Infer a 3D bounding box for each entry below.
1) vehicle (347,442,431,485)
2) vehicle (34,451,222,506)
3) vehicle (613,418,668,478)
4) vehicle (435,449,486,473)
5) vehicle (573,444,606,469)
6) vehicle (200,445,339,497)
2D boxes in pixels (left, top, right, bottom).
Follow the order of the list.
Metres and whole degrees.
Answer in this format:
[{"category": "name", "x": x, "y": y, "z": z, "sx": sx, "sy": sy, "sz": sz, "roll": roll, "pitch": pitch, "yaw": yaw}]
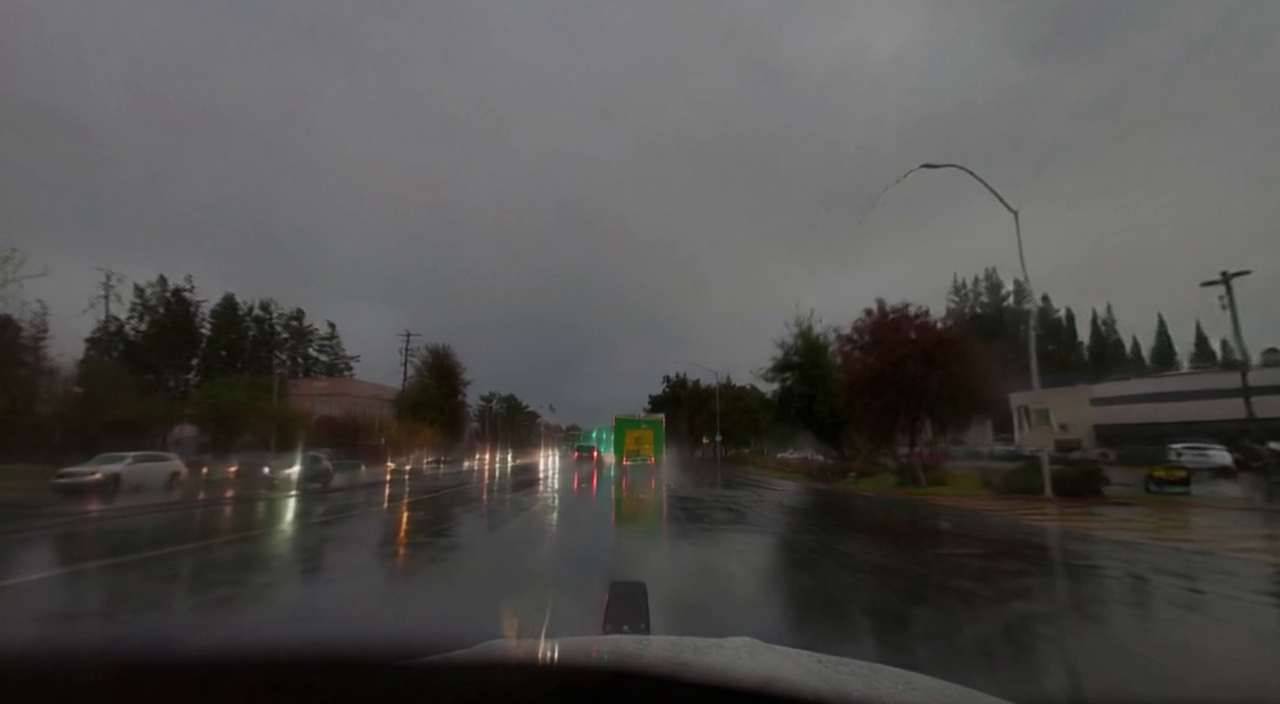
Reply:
[{"category": "vehicle", "x": -12.454, "y": 5.512, "z": 31.612, "sx": 2.068, "sy": 1.747, "sz": 5.040, "roll": -4, "pitch": -7, "yaw": 1}, {"category": "vehicle", "x": -16.326, "y": 4.021, "z": 20.549, "sx": 2.022, "sy": 1.442, "sz": 4.853, "roll": -4, "pitch": -9, "yaw": 1}, {"category": "vehicle", "x": -0.128, "y": 5.791, "z": 38.176, "sx": 2.843, "sy": 3.120, "sz": 10.422, "roll": 0, "pitch": -8, "yaw": -2}, {"category": "vehicle", "x": -11.968, "y": 7.263, "z": 42.337, "sx": 1.935, "sy": 1.467, "sz": 4.451, "roll": 0, "pitch": -8, "yaw": 2}, {"category": "vehicle", "x": -3.876, "y": 8.195, "z": 49.538, "sx": 2.184, "sy": 1.830, "sz": 4.890, "roll": 0, "pitch": -8, "yaw": 0}, {"category": "vehicle", "x": -12.959, "y": 4.160, "z": 22.499, "sx": 1.960, "sy": 1.627, "sz": 4.784, "roll": 0, "pitch": -8, "yaw": 1}]
